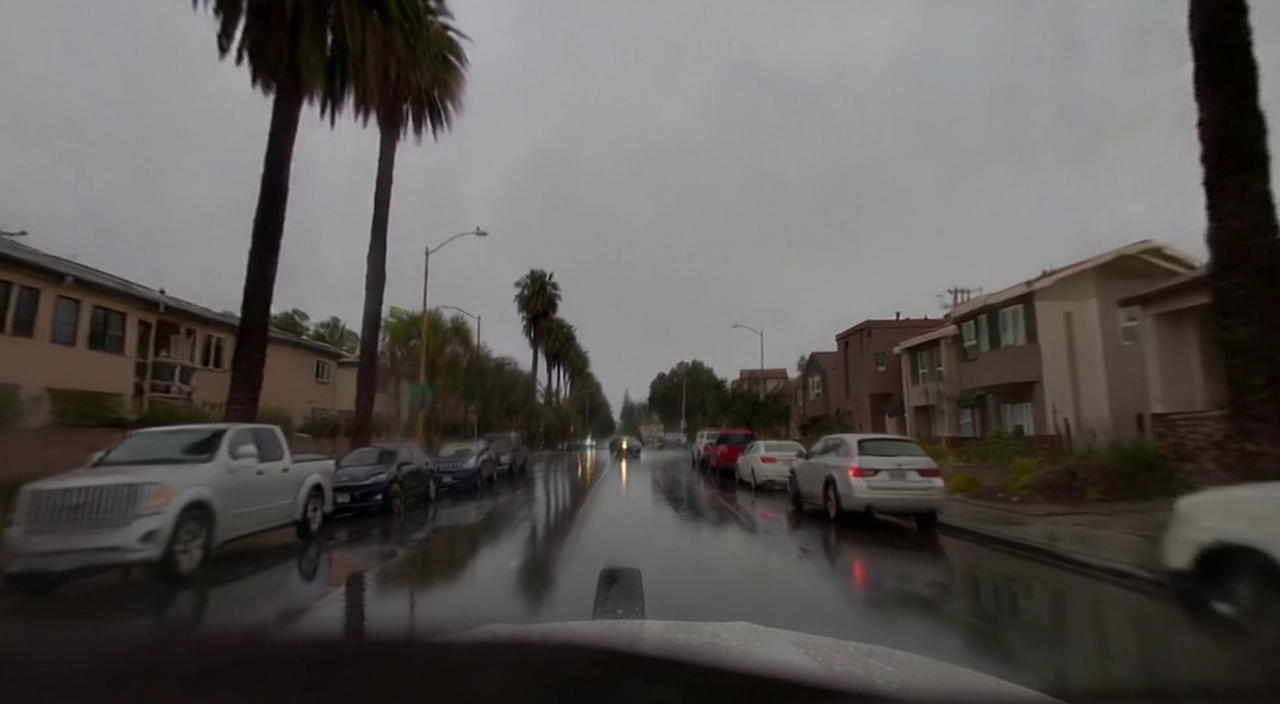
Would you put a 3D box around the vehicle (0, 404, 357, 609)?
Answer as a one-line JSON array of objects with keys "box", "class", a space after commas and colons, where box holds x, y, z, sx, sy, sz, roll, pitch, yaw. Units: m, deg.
[{"box": [-5.710, 1.779, 8.316, 1.963, 1.859, 4.884, 0, -8, -4], "class": "vehicle"}]

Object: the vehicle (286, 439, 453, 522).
[{"box": [-5.788, 2.774, 14.266, 1.849, 1.531, 4.562, 0, -8, -1], "class": "vehicle"}]

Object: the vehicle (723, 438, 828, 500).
[{"box": [3.752, 3.304, 18.387, 1.958, 1.485, 4.819, 2, -8, 0], "class": "vehicle"}]

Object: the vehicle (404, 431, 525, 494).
[{"box": [-5.709, 3.687, 21.555, 2.316, 1.808, 5.876, 0, -8, 1], "class": "vehicle"}]

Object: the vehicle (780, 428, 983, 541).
[{"box": [4.072, 2.290, 11.561, 1.998, 1.649, 4.175, 0, -8, -1], "class": "vehicle"}]

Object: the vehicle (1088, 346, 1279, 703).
[{"box": [3.857, 0.699, 1.455, 2.116, 1.817, 4.652, 0, -8, -1], "class": "vehicle"}]
